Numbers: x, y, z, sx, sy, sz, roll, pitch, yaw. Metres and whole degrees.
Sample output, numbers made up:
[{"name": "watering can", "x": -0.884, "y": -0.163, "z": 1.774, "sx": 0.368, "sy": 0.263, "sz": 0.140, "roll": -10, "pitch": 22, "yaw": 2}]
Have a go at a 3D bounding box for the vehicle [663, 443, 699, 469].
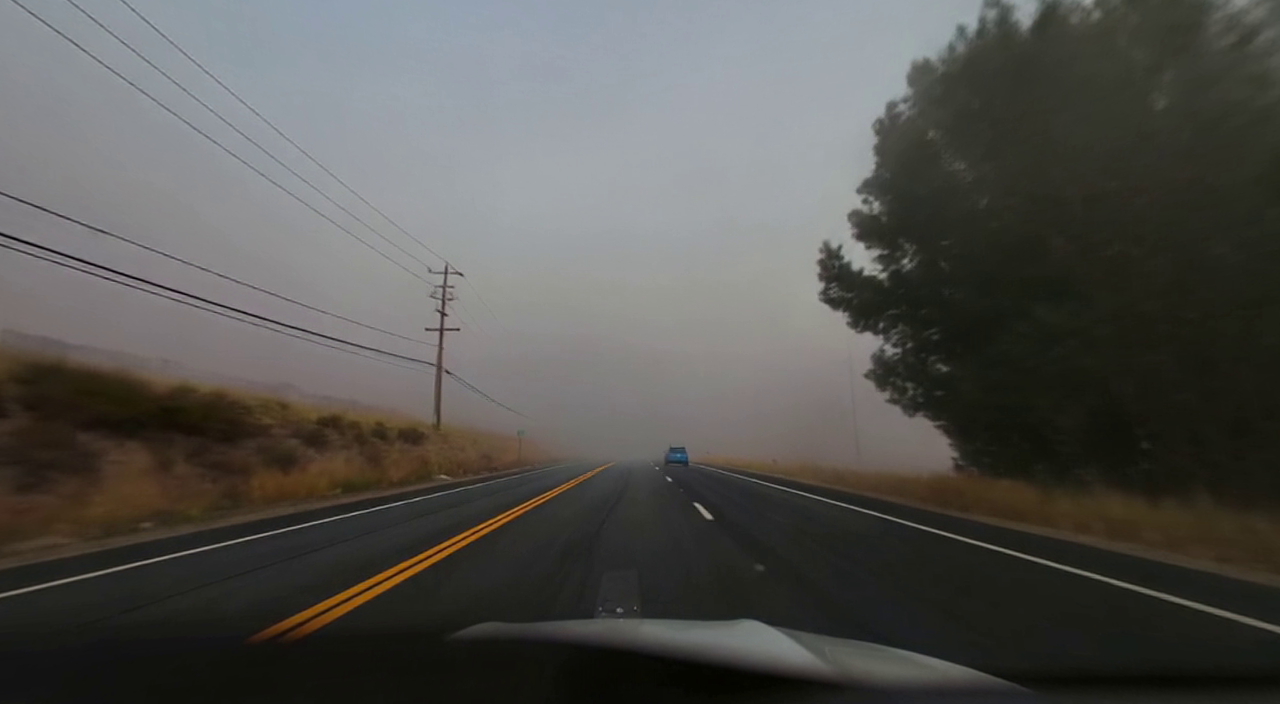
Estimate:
[{"name": "vehicle", "x": 2.843, "y": 7.337, "z": 44.659, "sx": 2.135, "sy": 1.692, "sz": 4.185, "roll": 0, "pitch": -9, "yaw": -2}]
